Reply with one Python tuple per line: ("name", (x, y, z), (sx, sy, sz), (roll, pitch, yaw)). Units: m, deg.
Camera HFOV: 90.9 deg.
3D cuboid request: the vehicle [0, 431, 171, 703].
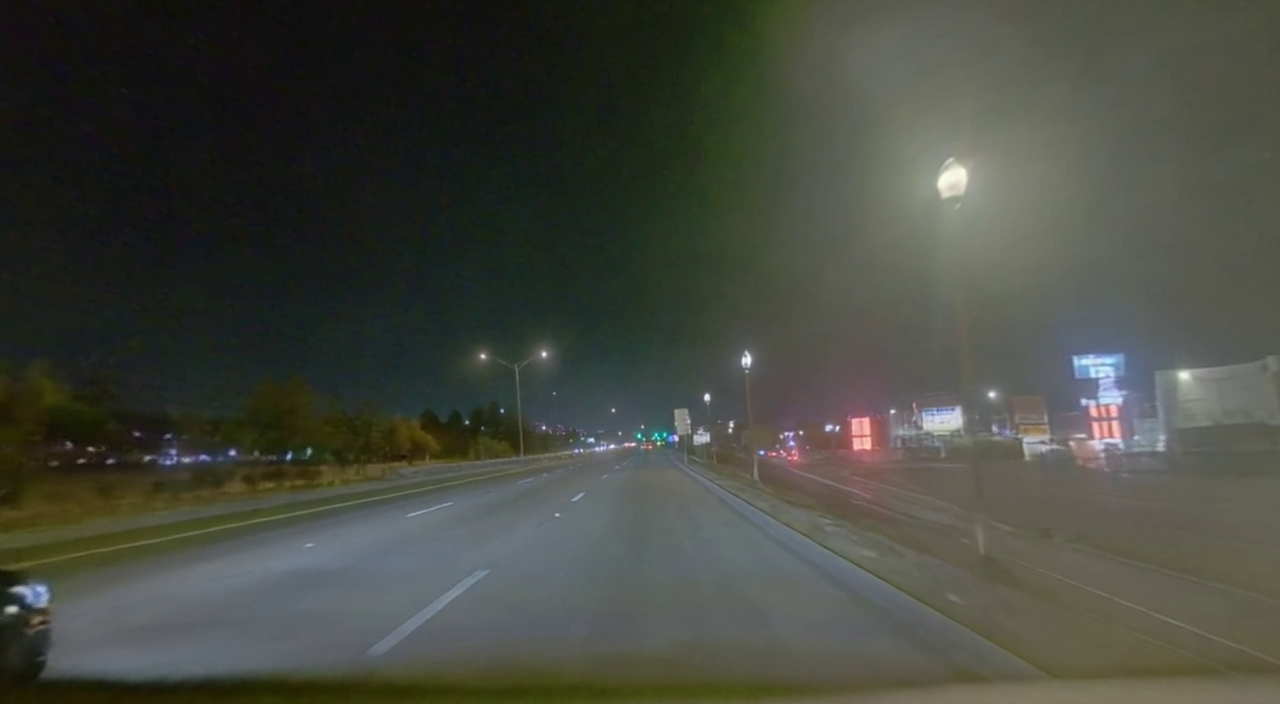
("vehicle", (-3.678, 0.873, 1.183), (1.972, 1.490, 4.591), (0, -8, 1))
